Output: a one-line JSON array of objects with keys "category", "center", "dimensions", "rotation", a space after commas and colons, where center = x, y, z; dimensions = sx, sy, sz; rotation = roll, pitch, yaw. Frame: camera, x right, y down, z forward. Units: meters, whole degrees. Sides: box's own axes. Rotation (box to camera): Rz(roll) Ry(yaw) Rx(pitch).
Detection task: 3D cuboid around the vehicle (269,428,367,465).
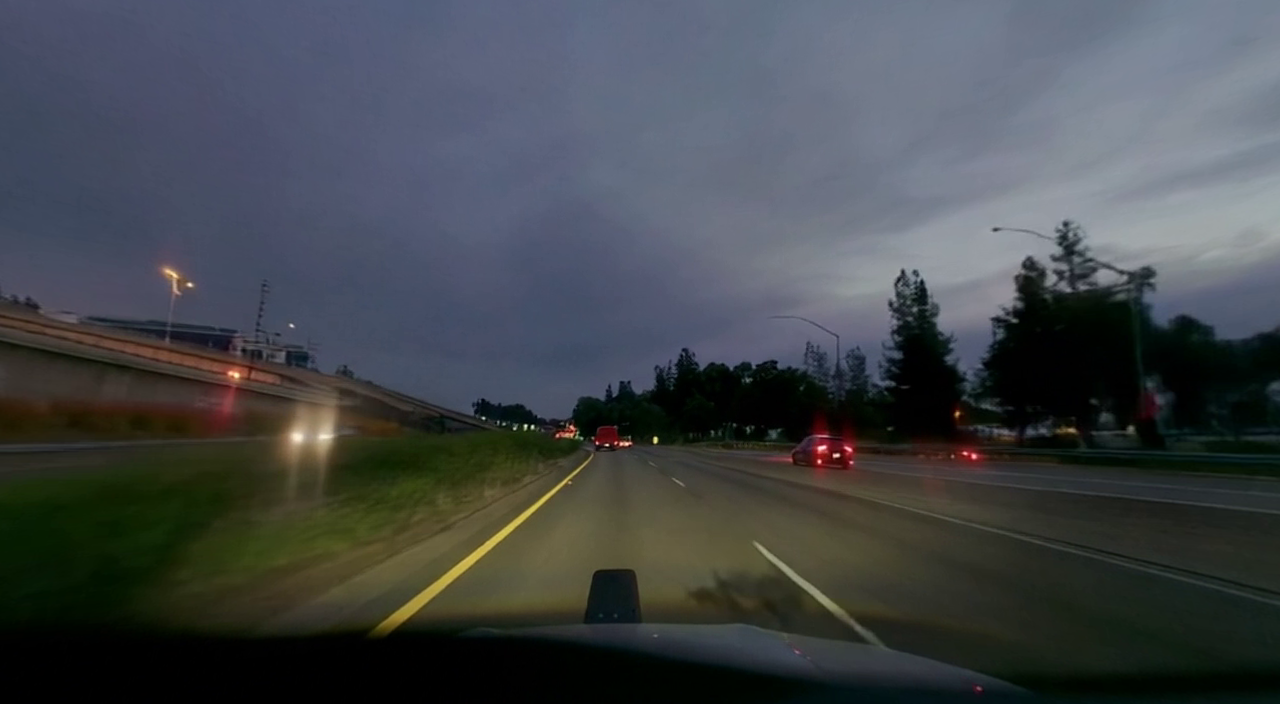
[{"category": "vehicle", "center": [-14.128, 4.159, 28.002], "dimensions": [2.030, 1.500, 4.664], "rotation": [0, -8, -2]}]
